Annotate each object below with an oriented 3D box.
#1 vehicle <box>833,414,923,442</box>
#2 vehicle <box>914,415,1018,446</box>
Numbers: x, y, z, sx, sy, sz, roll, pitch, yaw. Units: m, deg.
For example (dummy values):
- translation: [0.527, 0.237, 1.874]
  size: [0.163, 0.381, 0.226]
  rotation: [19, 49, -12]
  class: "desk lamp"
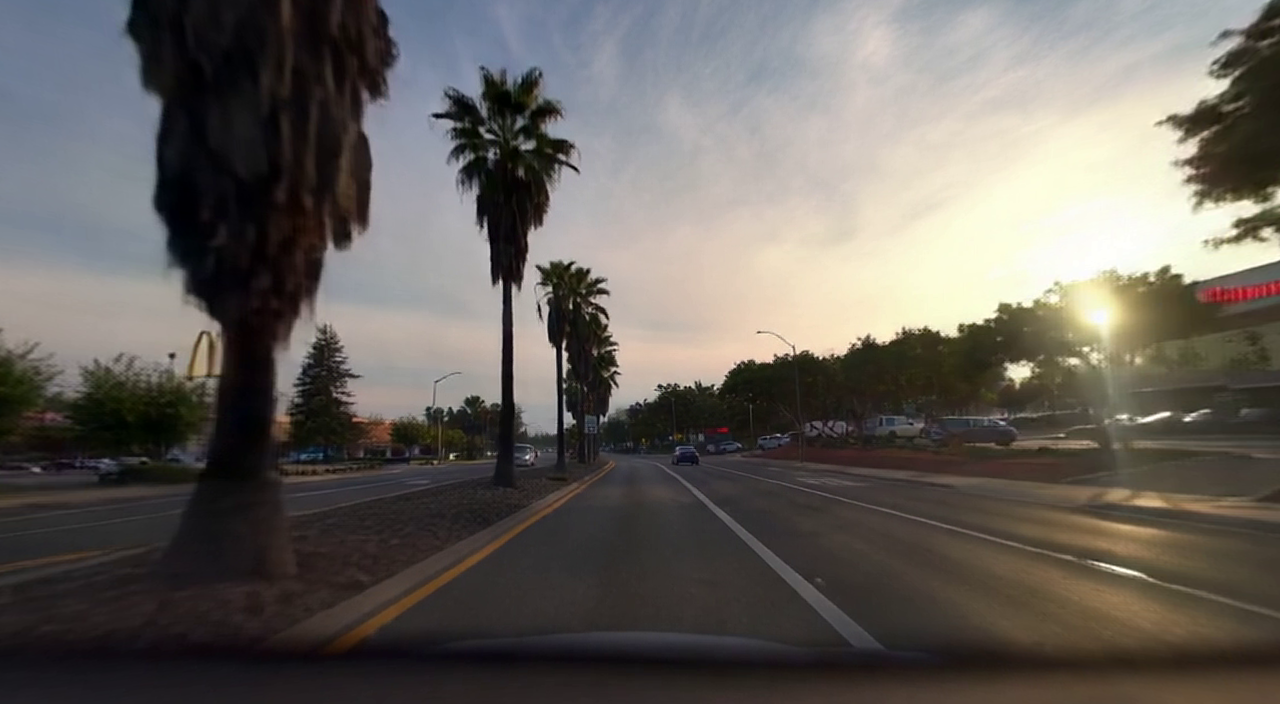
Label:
- translation: [17.864, 5.748, 47.572]
  size: [5.817, 1.906, 2.230]
  rotation: [-1, -10, 0]
  class: "vehicle"
- translation: [18.678, 4.537, 36.305]
  size: [4.649, 1.662, 2.349]
  rotation: [0, -8, 1]
  class: "vehicle"
